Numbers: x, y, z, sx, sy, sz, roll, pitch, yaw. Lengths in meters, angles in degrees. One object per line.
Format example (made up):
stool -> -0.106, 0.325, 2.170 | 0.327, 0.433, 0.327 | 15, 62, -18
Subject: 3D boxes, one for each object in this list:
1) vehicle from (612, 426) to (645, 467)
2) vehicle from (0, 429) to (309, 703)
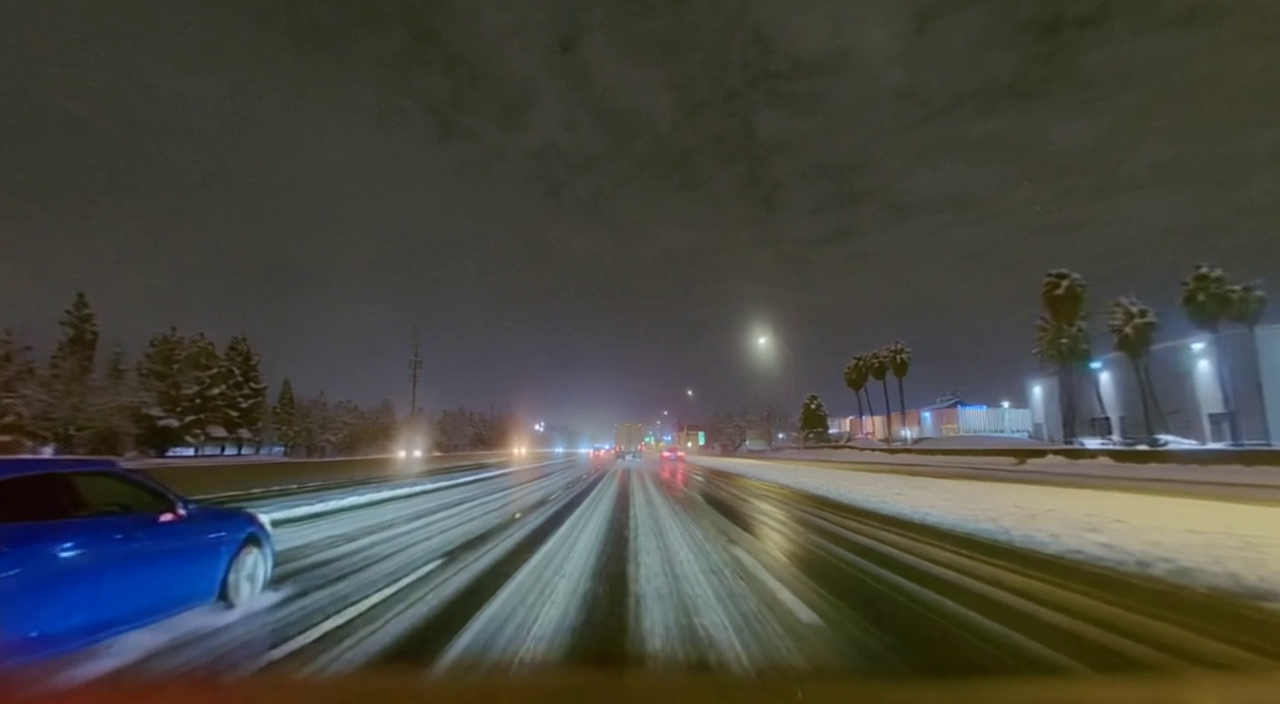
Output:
vehicle -> -0.929, 7.280, 48.801 | 2.364, 2.953, 6.495 | 0, -9, -2
vehicle -> -3.985, 1.158, 3.385 | 2.097, 1.447, 4.291 | 0, -9, 0
